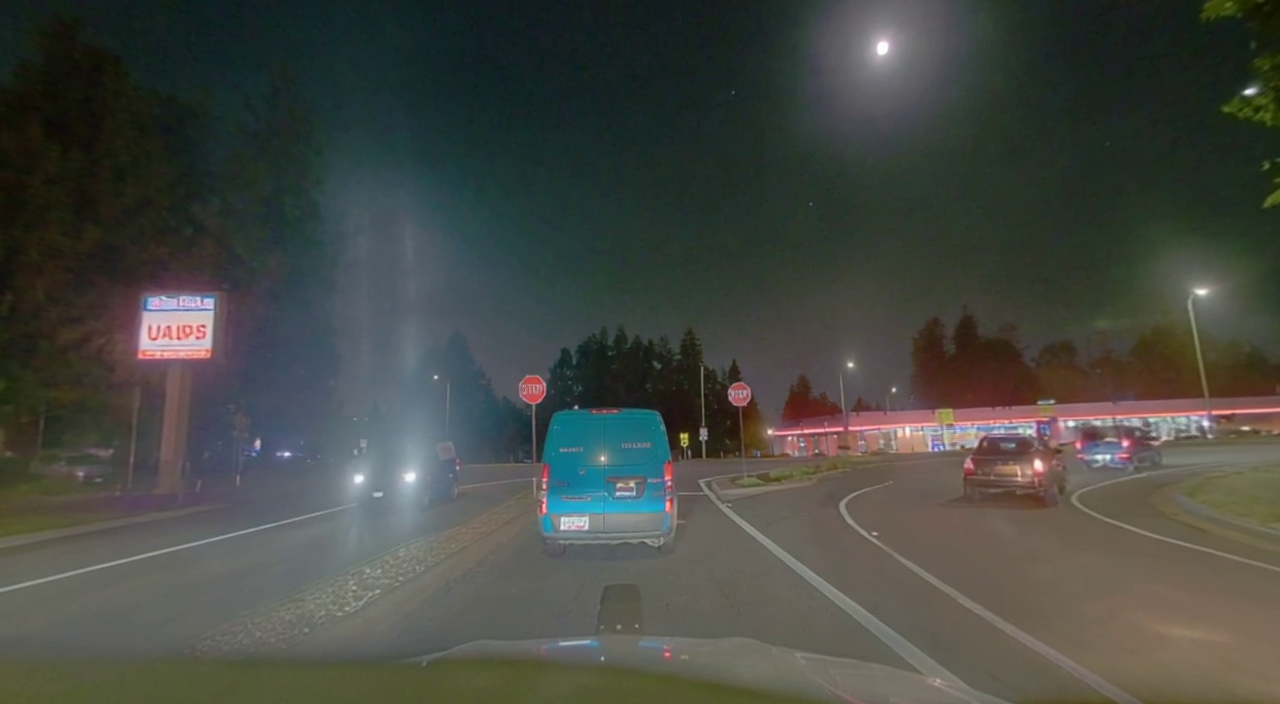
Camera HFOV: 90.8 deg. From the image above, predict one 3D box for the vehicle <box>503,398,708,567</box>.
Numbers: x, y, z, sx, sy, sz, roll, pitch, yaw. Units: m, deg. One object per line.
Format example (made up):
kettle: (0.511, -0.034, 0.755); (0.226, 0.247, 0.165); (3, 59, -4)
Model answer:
vehicle: (-0.315, 1.769, 9.257); (2.237, 1.828, 4.546); (0, -9, 2)

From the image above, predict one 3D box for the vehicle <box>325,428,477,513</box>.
vehicle: (-5.511, 2.780, 15.323); (1.985, 1.710, 4.651); (0, -9, -2)

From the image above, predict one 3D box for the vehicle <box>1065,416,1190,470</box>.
vehicle: (19.722, 3.699, 25.517); (4.946, 1.973, 2.204); (5, -10, -31)

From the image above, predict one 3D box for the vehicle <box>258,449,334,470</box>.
vehicle: (-26.128, 8.164, 48.091); (4.670, 1.472, 1.851); (1, -9, -8)

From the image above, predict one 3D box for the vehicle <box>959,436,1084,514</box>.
vehicle: (8.817, 2.800, 14.969); (2.079, 1.504, 4.828); (-4, -10, 27)

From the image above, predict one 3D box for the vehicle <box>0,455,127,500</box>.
vehicle: (-21.417, 4.463, 22.877); (2.038, 1.392, 4.362); (0, -9, -1)

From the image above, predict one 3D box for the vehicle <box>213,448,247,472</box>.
vehicle: (-29.927, 7.850, 46.200); (1.913, 1.682, 4.120); (5, -10, -31)
